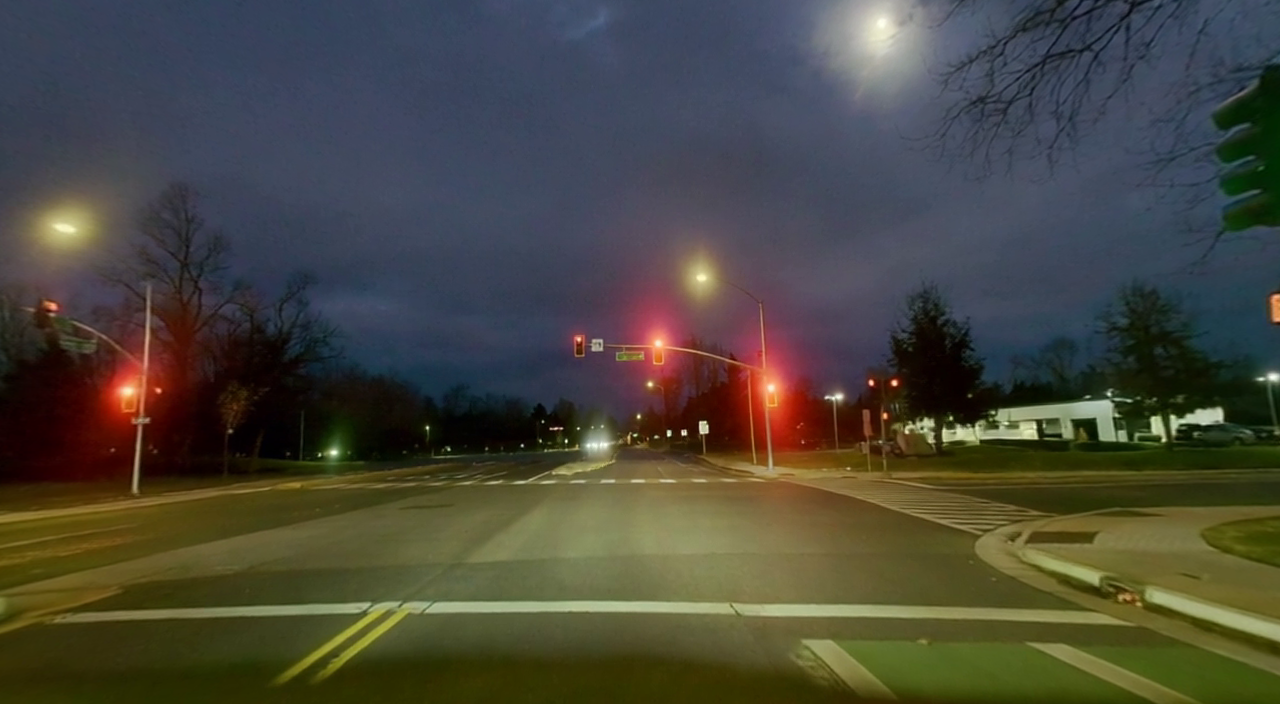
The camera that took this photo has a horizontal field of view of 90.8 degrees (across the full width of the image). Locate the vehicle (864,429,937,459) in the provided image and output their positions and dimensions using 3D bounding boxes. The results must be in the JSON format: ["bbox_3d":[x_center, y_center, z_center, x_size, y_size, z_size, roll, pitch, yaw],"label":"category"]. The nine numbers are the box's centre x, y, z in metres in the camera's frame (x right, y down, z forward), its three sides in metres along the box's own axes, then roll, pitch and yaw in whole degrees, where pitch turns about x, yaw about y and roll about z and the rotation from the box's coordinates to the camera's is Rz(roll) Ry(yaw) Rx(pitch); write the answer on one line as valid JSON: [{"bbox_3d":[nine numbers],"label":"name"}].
[{"bbox_3d":[14.959,5.335,36.573,1.959,1.471,4.570,-4,-8,-5],"label":"vehicle"}]

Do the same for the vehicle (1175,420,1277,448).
[{"bbox_3d":[34.096,4.818,36.939,1.832,1.521,4.266,0,-9,0],"label":"vehicle"}]
